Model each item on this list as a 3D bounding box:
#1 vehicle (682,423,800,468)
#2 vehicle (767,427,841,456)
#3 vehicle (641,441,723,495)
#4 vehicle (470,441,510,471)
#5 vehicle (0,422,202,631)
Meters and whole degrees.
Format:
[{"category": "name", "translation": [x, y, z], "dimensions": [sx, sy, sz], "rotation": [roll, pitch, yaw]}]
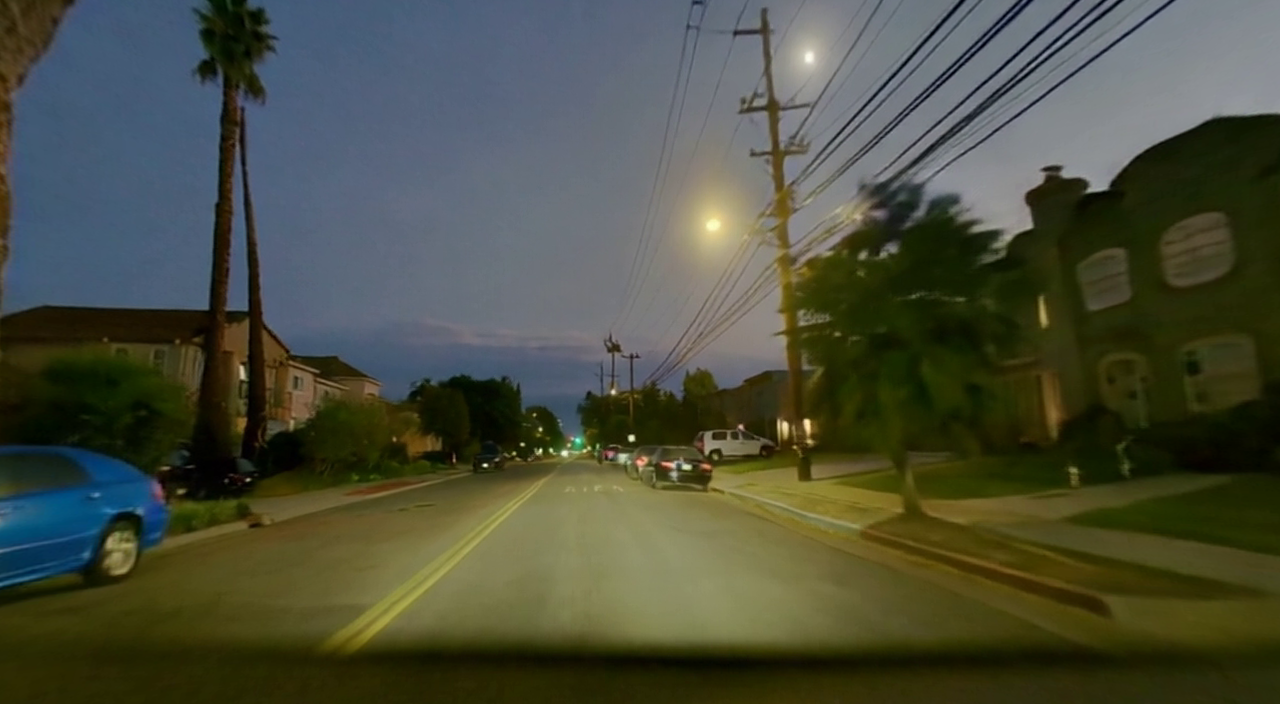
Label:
[{"category": "vehicle", "translation": [5.349, 5.069, 34.353], "dimensions": [5.900, 2.328, 2.603], "rotation": [0, -8, -1]}, {"category": "vehicle", "translation": [10.904, 5.980, 42.179], "dimensions": [4.219, 1.693, 2.324], "rotation": [4, -8, -5]}, {"category": "vehicle", "translation": [1.181, 3.535, 19.642], "dimensions": [1.870, 1.490, 3.802], "rotation": [1, -8, -7]}, {"category": "vehicle", "translation": [-10.960, 7.702, 46.413], "dimensions": [2.156, 1.932, 4.518], "rotation": [-2, -11, -4]}, {"category": "vehicle", "translation": [-6.792, 1.611, 5.751], "dimensions": [2.410, 1.790, 4.699], "rotation": [-2, -10, -3]}]
